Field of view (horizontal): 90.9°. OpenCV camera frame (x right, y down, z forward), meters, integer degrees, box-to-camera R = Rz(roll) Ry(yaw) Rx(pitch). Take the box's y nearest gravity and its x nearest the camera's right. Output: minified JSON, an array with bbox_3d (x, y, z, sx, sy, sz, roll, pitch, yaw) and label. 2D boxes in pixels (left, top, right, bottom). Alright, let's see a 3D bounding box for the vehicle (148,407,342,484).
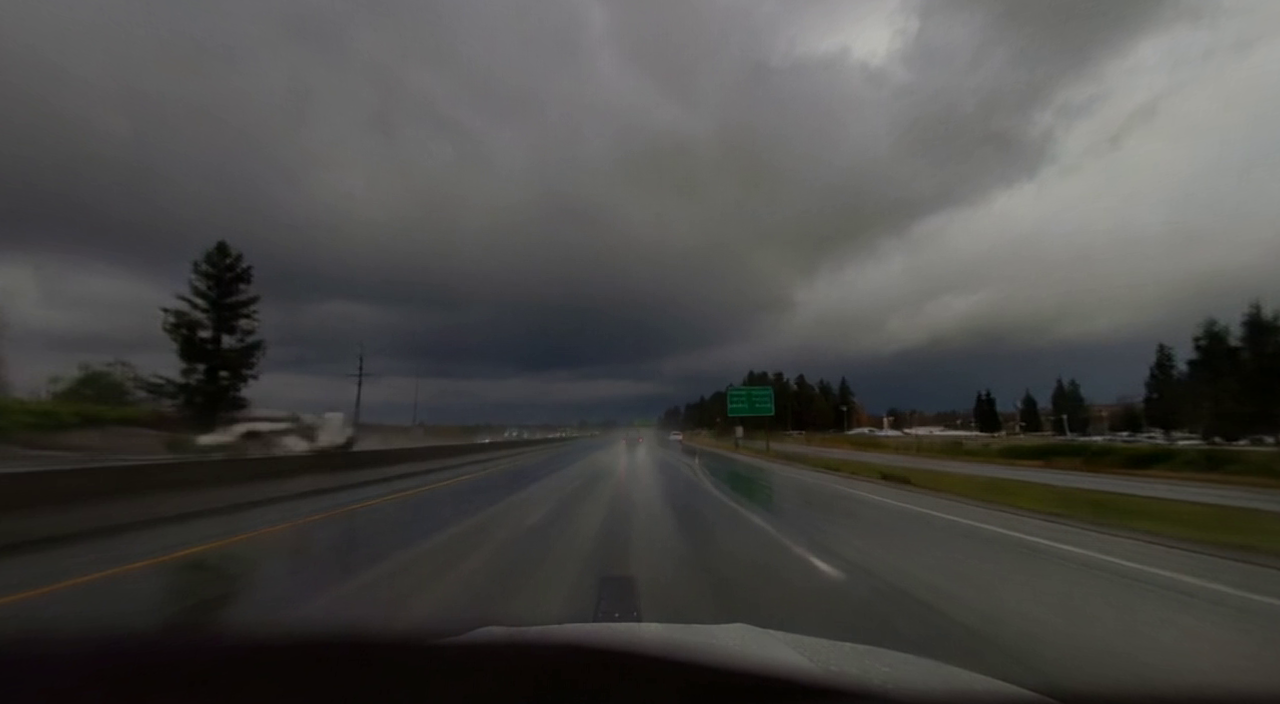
[{"bbox_3d":[-13.083,3.165,21.662,2.624,2.225,6.259,0,-8,-1],"label":"vehicle"}]
